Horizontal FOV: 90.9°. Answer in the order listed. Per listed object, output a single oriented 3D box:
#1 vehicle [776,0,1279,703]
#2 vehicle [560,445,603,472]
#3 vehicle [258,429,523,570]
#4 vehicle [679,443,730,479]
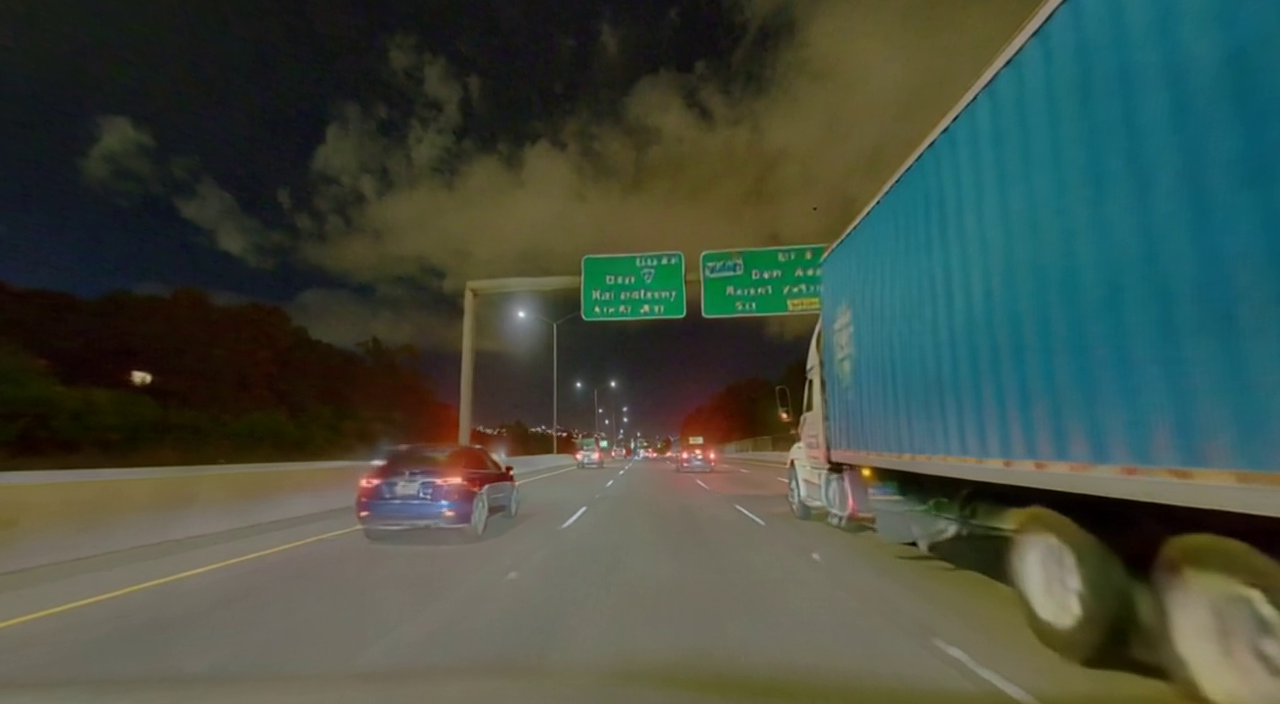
[{"bbox_3d":[3.980,0.267,5.985,2.985,3.895,11.239,-1,-8,1],"label":"vehicle"},{"bbox_3d":[-3.426,6.360,37.913,2.099,1.494,4.504,-1,-8,1],"label":"vehicle"},{"bbox_3d":[-3.334,2.066,9.811,1.974,1.589,5.047,-1,-8,1],"label":"vehicle"},{"bbox_3d":[2.793,4.863,28.454,2.040,1.461,4.822,-1,-8,3],"label":"vehicle"}]
